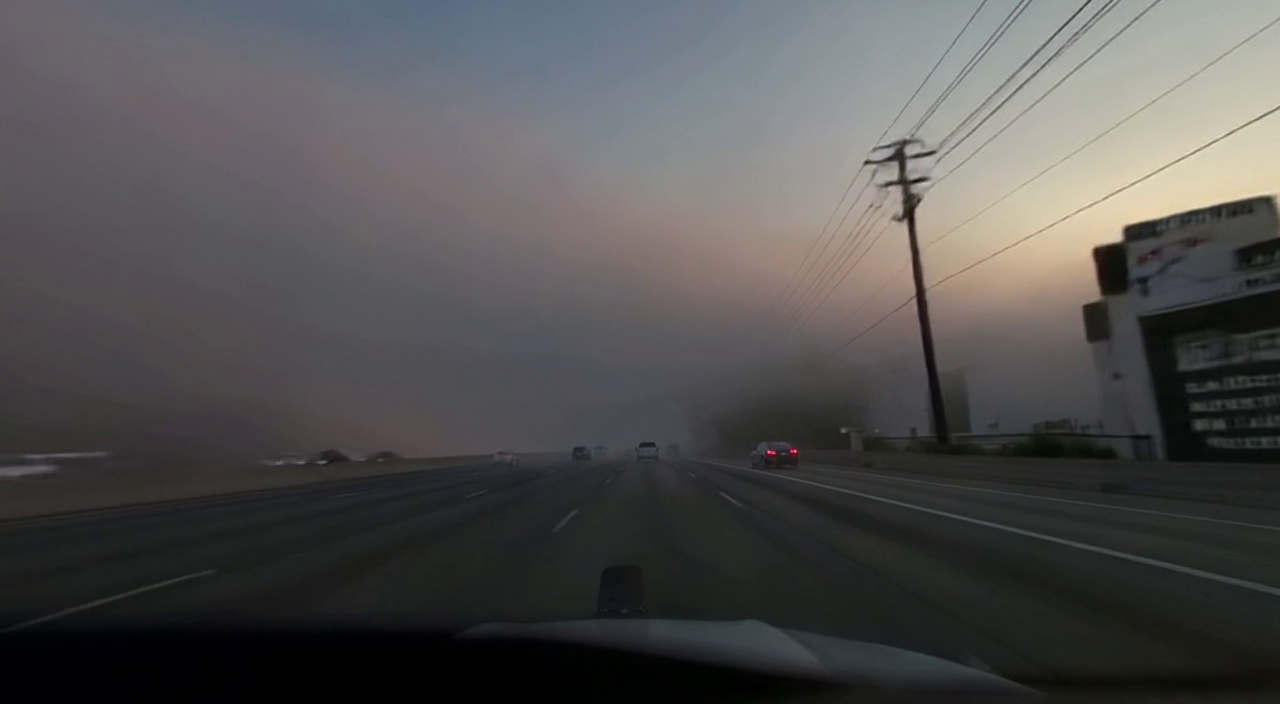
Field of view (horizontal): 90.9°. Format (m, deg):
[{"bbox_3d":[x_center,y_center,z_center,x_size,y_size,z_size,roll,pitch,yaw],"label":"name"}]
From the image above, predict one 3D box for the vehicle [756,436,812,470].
[{"bbox_3d":[7.624,5.397,33.784,1.937,1.698,4.322,0,-8,-1],"label":"vehicle"}]
